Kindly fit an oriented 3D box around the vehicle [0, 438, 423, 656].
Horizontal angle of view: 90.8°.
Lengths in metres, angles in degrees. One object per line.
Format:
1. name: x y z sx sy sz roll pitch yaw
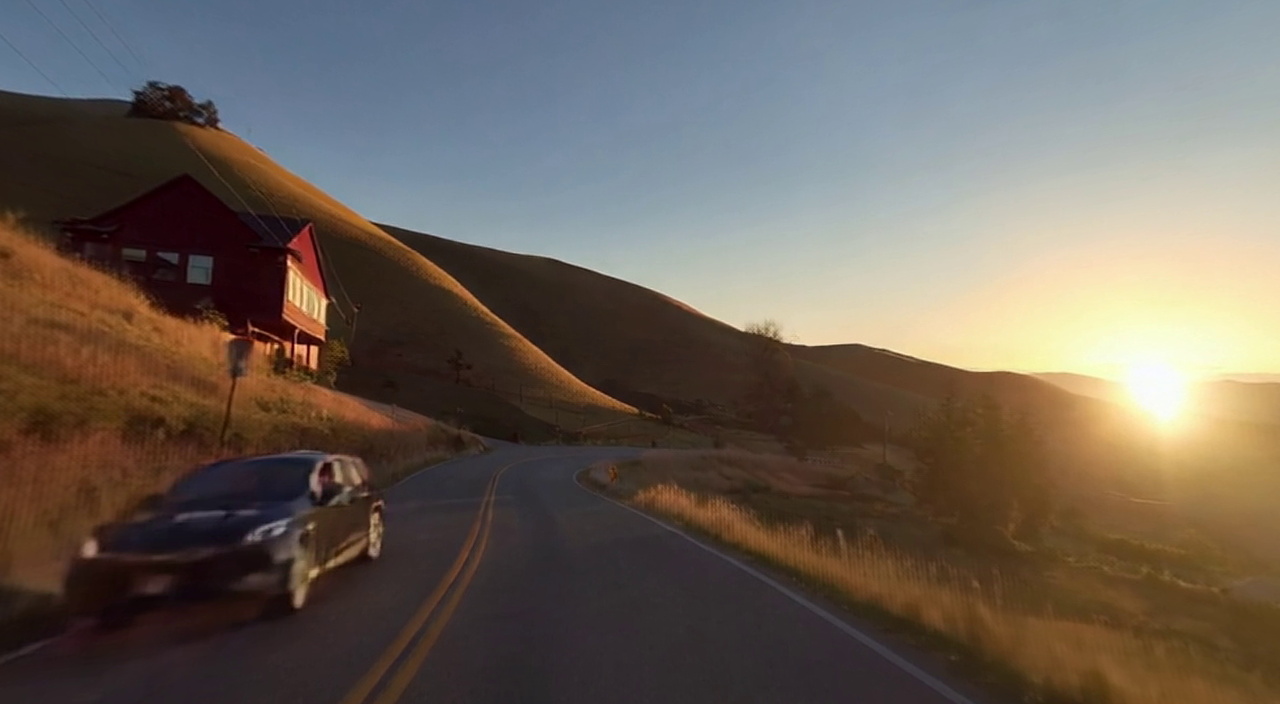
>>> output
1. vehicle: -3.790 1.662 6.534 2.063 1.485 3.997 1 -8 -6
